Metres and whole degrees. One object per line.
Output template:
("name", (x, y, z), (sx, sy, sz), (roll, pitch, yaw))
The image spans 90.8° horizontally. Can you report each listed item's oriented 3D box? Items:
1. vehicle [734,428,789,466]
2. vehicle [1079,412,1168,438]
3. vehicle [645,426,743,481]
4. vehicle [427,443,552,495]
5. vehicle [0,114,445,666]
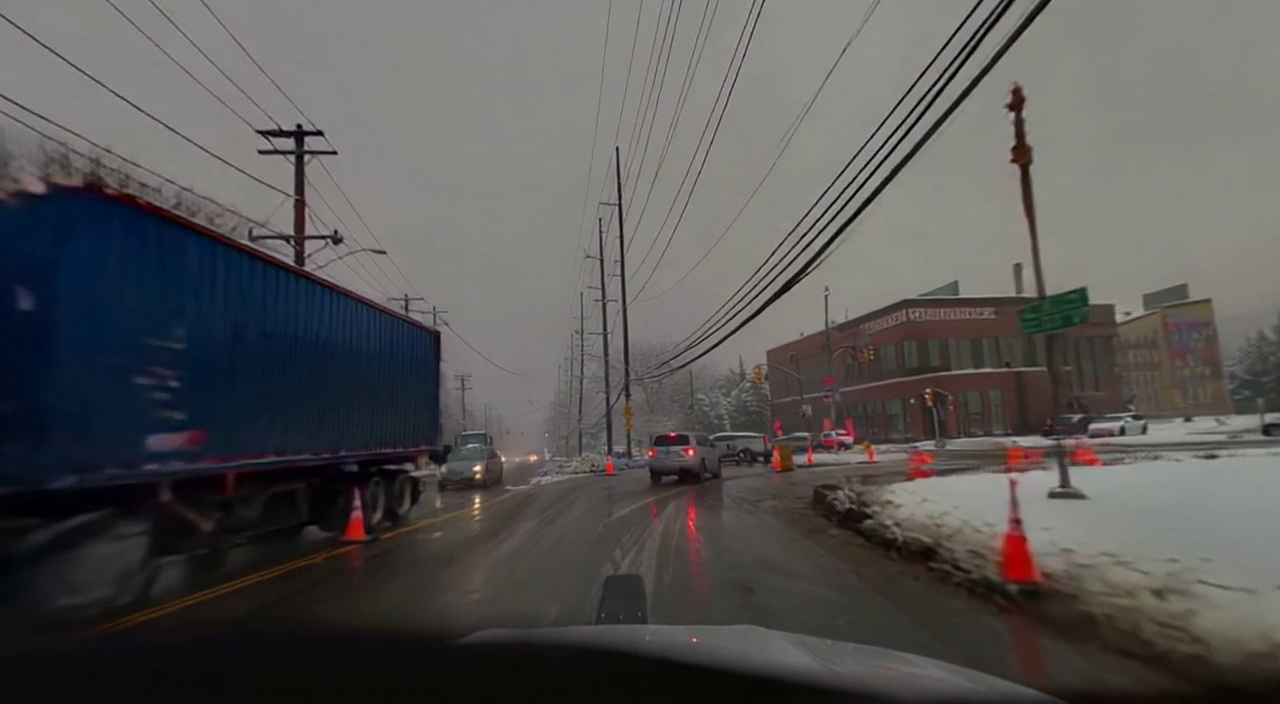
("vehicle", (6.838, 5.285, 35.102), (2.206, 1.911, 5.548), (-3, -9, 18))
("vehicle", (34.847, 5.312, 45.662), (1.922, 1.704, 4.550), (4, -10, -34))
("vehicle", (2.228, 3.865, 24.419), (2.256, 1.859, 5.118), (-4, -9, 23))
("vehicle", (-4.873, 3.856, 21.335), (2.103, 1.526, 4.743), (-3, -9, 15))
("vehicle", (-5.825, 0.747, 7.721), (3.007, 3.800, 11.011), (-1, -8, 2))
